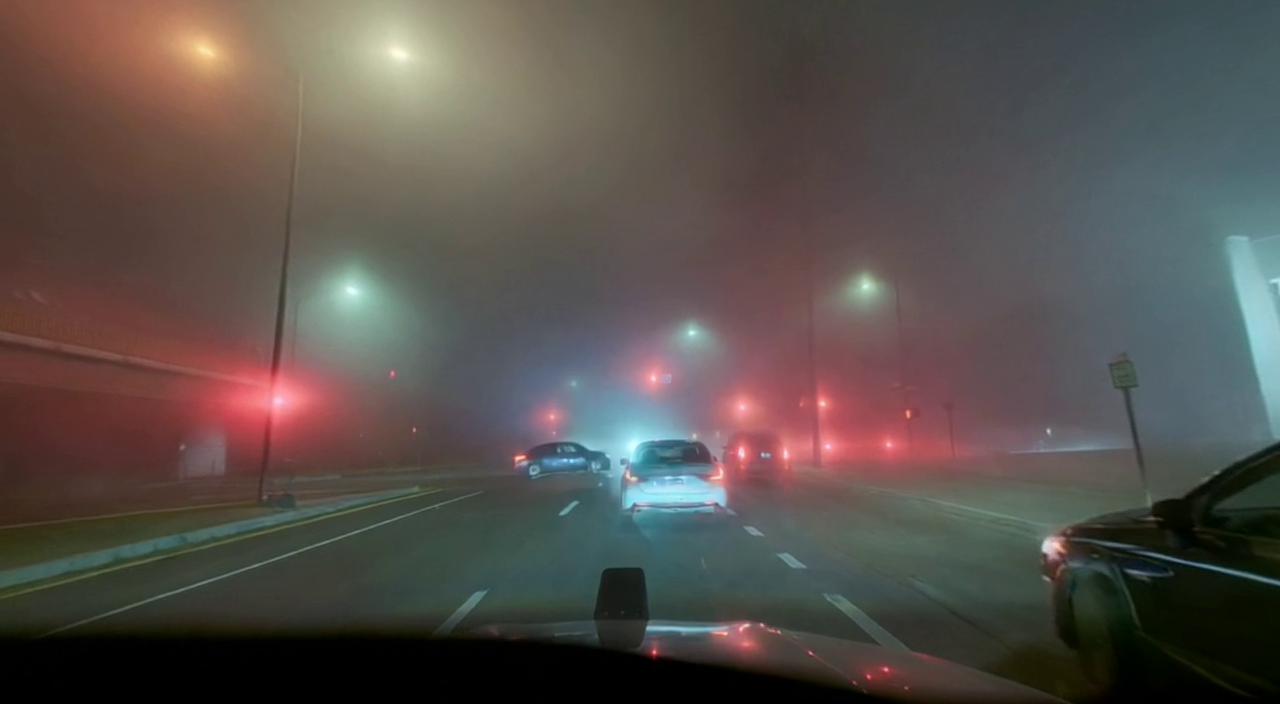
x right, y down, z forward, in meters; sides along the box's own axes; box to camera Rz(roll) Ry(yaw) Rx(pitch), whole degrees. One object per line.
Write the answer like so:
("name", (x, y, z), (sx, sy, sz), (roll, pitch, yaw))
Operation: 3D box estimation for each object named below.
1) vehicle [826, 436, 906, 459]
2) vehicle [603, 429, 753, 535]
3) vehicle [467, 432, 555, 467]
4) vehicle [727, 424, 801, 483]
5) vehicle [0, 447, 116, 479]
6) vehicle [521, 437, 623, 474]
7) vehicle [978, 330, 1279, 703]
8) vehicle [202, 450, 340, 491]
("vehicle", (14.564, 6.188, 40.796), (4.498, 1.439, 1.842), (0, -8, -1))
("vehicle", (0.562, 2.144, 11.026), (2.101, 1.467, 4.210), (0, -8, 1))
("vehicle", (-7.610, 5.851, 37.943), (2.322, 1.916, 5.640), (-4, -9, 23))
("vehicle", (4.529, 3.778, 23.745), (2.080, 1.999, 4.379), (-1, -8, 2))
("vehicle", (-31.860, 6.072, 34.554), (4.474, 1.673, 2.010), (0, -8, 1))
("vehicle", (-3.179, 4.892, 30.058), (4.546, 1.611, 1.832), (6, -10, -37))
("vehicle", (3.506, 0.797, 2.327), (2.062, 1.781, 4.488), (0, -8, 1))
("vehicle", (-14.668, 4.680, 25.316), (1.873, 1.462, 4.283), (-6, -10, 32))
